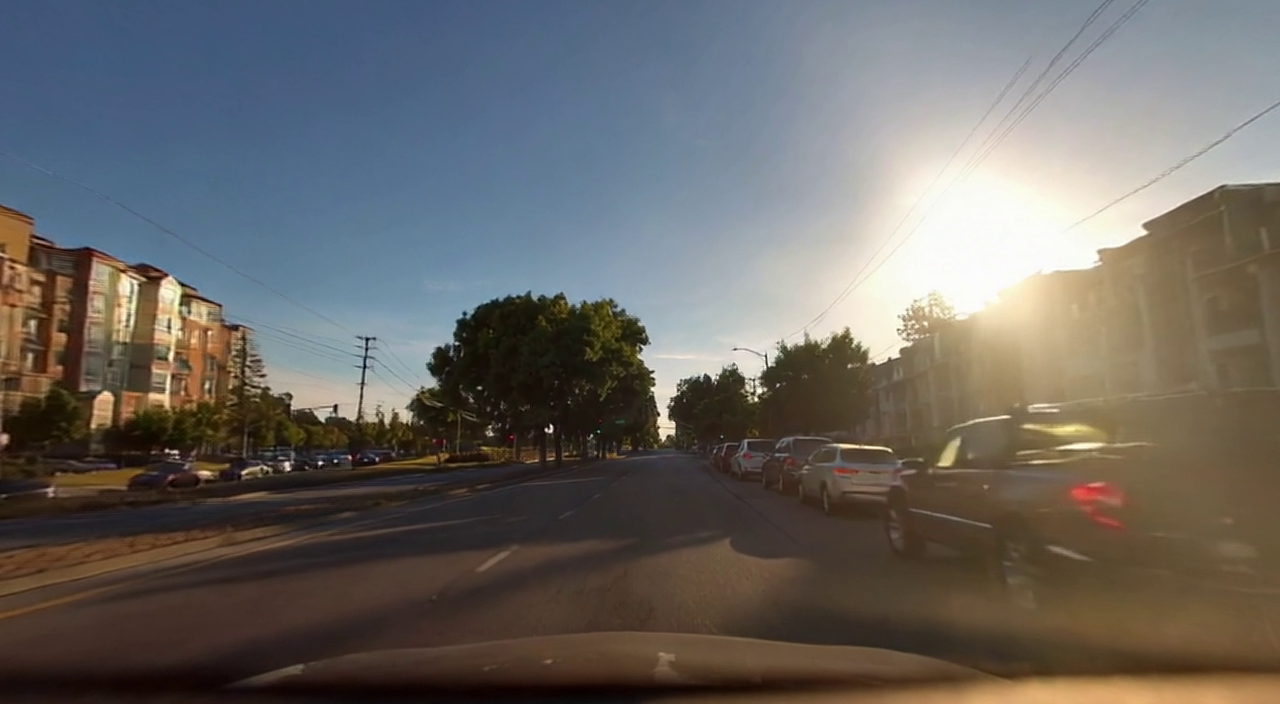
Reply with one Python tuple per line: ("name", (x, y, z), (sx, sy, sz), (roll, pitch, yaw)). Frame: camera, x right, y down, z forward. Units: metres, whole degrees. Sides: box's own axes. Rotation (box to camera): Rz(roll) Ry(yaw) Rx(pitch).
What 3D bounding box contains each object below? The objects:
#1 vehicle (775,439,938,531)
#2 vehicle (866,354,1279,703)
("vehicle", (4.152, 2.600, 13.066), (1.925, 1.505, 4.895), (0, -9, 4))
("vehicle", (3.987, 1.277, 5.404), (2.359, 1.817, 4.985), (0, -9, 1))
